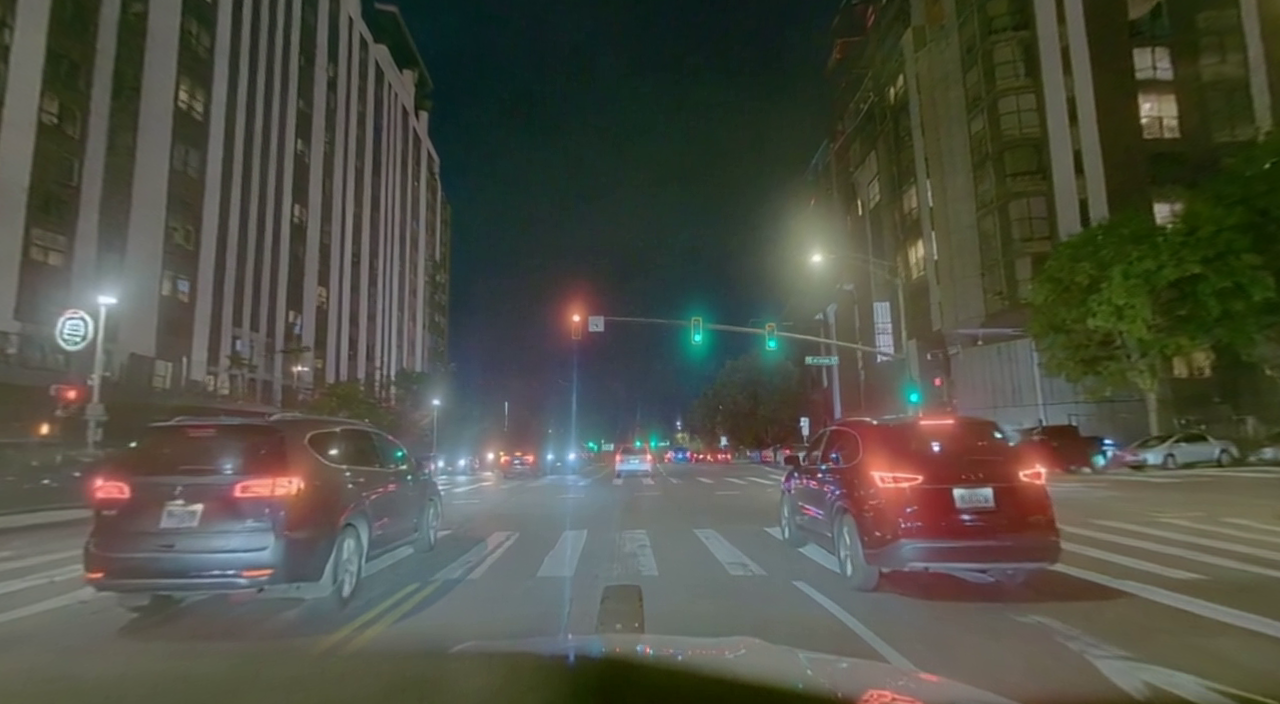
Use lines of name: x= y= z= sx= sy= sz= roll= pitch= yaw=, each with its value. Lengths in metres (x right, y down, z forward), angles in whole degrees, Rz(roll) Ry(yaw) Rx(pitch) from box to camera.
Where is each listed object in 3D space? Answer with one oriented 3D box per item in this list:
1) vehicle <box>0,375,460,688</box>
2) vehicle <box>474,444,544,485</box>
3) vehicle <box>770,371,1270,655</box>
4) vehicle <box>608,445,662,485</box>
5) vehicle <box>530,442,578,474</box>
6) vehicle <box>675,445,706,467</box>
vehicle: x=-3.337 y=1.407 z=6.200 sx=2.031 sy=1.873 sz=4.581 roll=0 pitch=-8 yaw=-3
vehicle: x=-5.665 y=4.918 z=27.907 sx=2.062 sy=1.532 sz=4.830 roll=-3 pitch=-9 yaw=0
vehicle: x=3.006 y=1.395 z=6.614 sx=2.129 sy=1.844 sz=4.767 roll=0 pitch=-8 yaw=-2
vehicle: x=-0.229 y=4.590 z=26.101 sx=2.059 sy=1.492 sz=4.033 roll=0 pitch=-8 yaw=-1
vehicle: x=-5.153 y=6.414 z=38.506 sx=2.275 sy=1.816 sz=4.923 roll=0 pitch=-8 yaw=-1
vehicle: x=3.824 y=7.952 z=48.462 sx=1.906 sy=1.608 sz=4.050 roll=0 pitch=-8 yaw=-1
